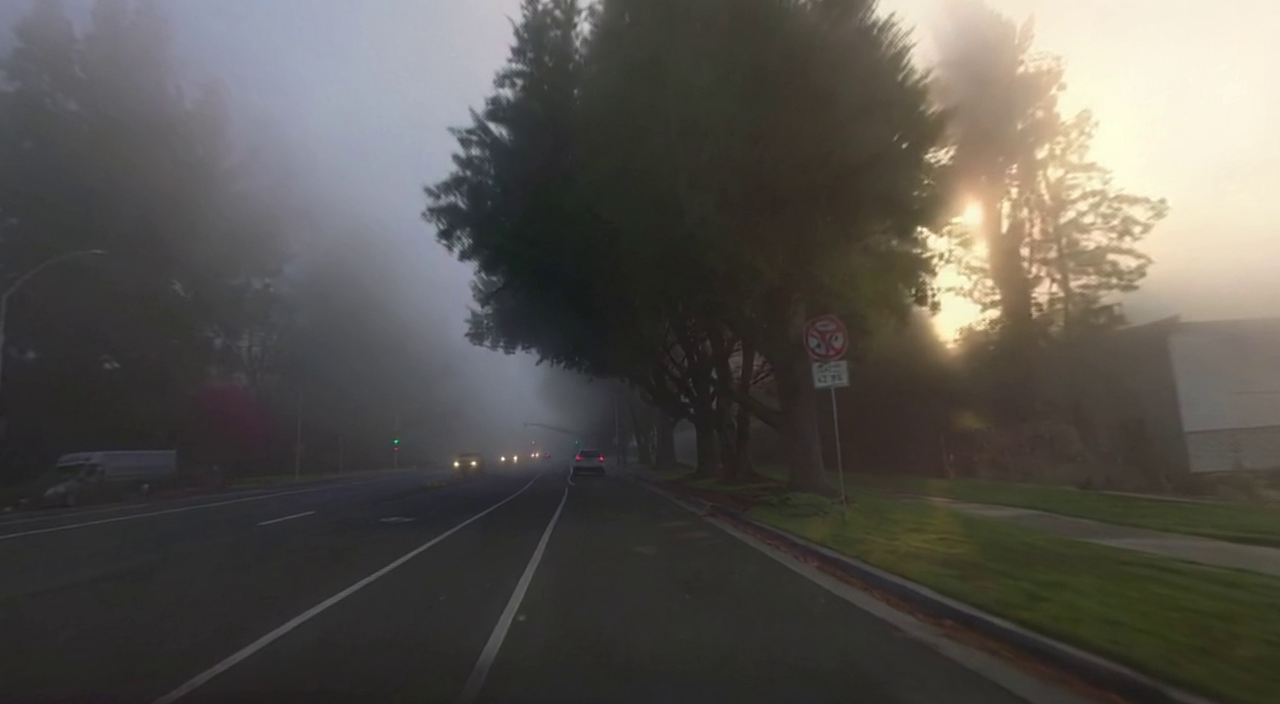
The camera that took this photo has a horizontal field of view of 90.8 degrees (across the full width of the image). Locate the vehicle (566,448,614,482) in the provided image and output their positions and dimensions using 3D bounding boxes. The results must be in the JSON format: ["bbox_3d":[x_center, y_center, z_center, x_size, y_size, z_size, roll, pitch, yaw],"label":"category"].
[{"bbox_3d":[-2.332,5.299,29.988,2.111,1.466,4.223,0,-8,-3],"label":"vehicle"}]

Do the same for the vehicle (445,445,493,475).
[{"bbox_3d":[-10.523,6.662,39.171,2.049,1.723,4.310,0,-8,-4],"label":"vehicle"}]

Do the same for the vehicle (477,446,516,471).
[{"bbox_3d":[-10.786,7.984,47.783,2.121,1.752,4.513,0,-8,-4],"label":"vehicle"}]
